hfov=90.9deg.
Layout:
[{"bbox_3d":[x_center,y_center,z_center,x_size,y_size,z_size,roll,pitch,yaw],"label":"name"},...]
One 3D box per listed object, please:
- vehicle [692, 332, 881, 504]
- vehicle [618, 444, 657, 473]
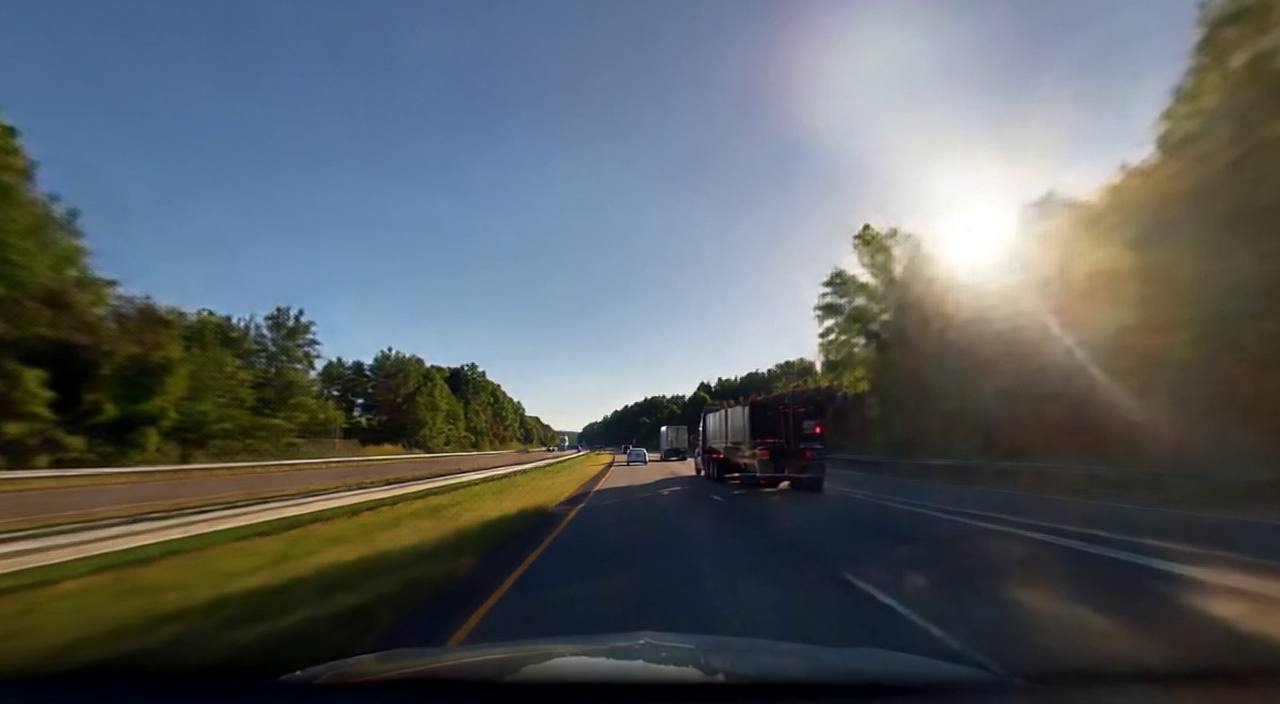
[{"bbox_3d":[4.030,2.644,22.123,2.883,4.057,14.579,0,-9,-1],"label":"vehicle"},{"bbox_3d":[-0.150,5.984,35.538,2.051,1.513,4.511,0,-9,-1],"label":"vehicle"}]
